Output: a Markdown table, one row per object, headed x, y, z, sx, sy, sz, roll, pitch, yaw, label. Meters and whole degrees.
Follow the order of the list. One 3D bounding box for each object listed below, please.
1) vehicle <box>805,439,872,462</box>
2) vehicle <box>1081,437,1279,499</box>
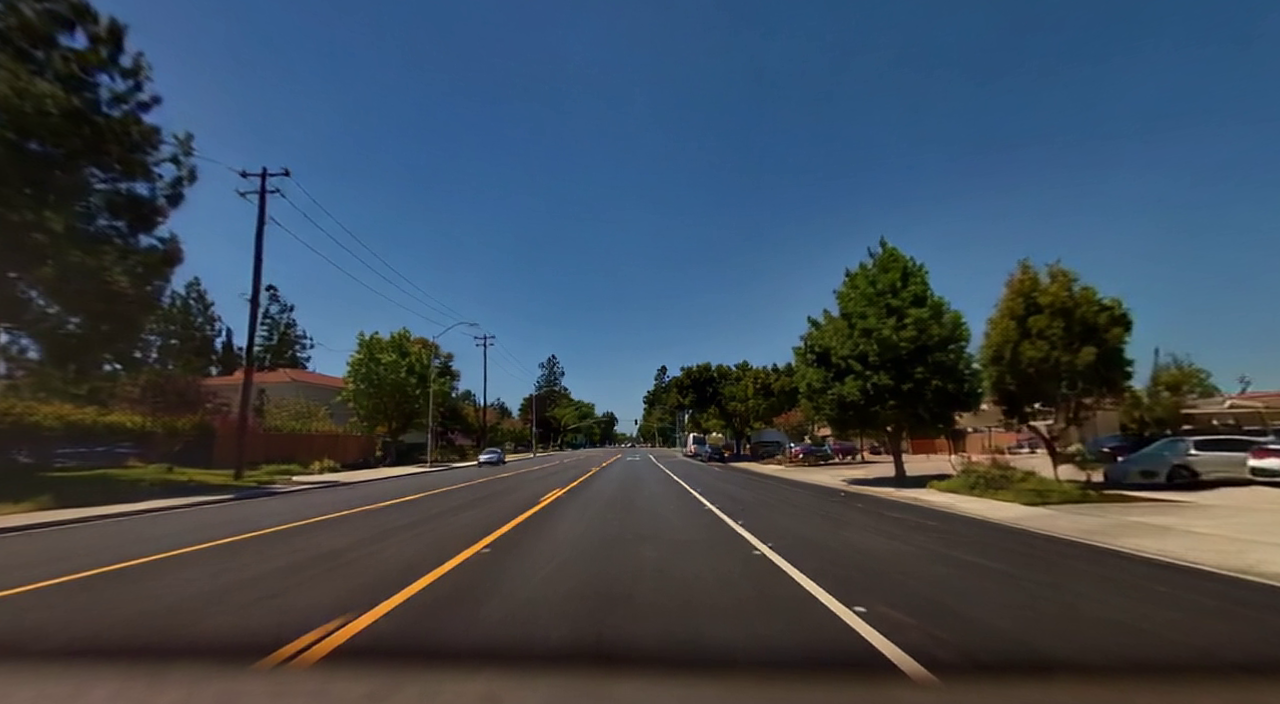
| x | y | z | sx | sy | sz | roll | pitch | yaw | label |
| --- | --- | --- | --- | --- | --- | --- | --- | --- | --- |
| 15.208 | 7.581 | 48.598 | 4.505 | 1.671 | 1.888 | 0 | -9 | -2 | vehicle |
| 14.426 | 2.928 | 16.181 | 4.664 | 1.450 | 2.025 | 0 | -8 | 3 | vehicle |
